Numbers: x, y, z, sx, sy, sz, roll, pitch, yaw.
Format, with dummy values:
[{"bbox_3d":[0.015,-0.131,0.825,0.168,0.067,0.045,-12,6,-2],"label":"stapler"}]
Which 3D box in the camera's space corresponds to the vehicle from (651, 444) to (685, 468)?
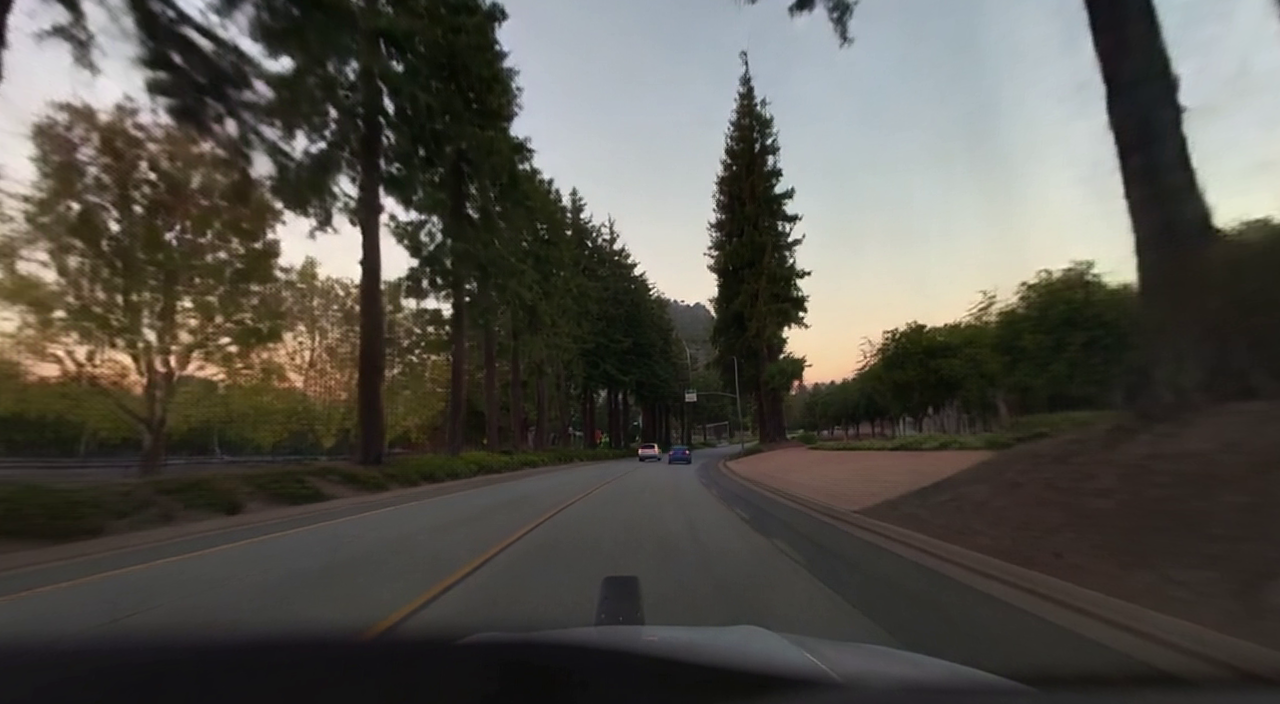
[{"bbox_3d":[1.900,6.881,42.037,2.071,1.474,4.047,-1,-8,5],"label":"vehicle"}]
